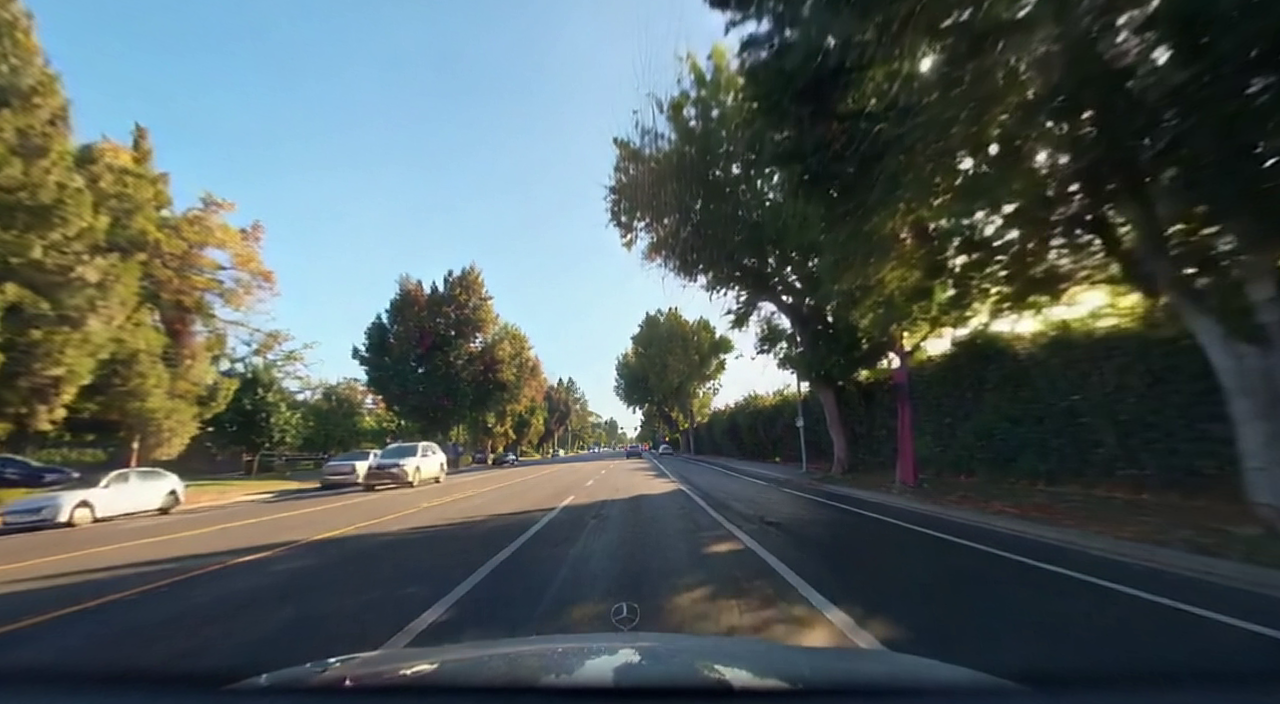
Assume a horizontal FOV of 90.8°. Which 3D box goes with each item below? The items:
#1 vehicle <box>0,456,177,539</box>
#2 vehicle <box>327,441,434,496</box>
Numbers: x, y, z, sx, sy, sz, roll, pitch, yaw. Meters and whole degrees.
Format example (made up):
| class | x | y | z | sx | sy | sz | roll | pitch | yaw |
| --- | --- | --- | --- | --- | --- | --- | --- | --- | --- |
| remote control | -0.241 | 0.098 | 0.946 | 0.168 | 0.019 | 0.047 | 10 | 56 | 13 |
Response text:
| class | x | y | z | sx | sy | sz | roll | pitch | yaw |
| --- | --- | --- | --- | --- | --- | --- | --- | --- | --- |
| vehicle | -14.491 | 3.644 | 16.301 | 2.054 | 1.630 | 4.211 | -4 | -7 | -3 |
| vehicle | -9.958 | 4.491 | 24.810 | 2.110 | 1.811 | 5.190 | -2 | -9 | -1 |
